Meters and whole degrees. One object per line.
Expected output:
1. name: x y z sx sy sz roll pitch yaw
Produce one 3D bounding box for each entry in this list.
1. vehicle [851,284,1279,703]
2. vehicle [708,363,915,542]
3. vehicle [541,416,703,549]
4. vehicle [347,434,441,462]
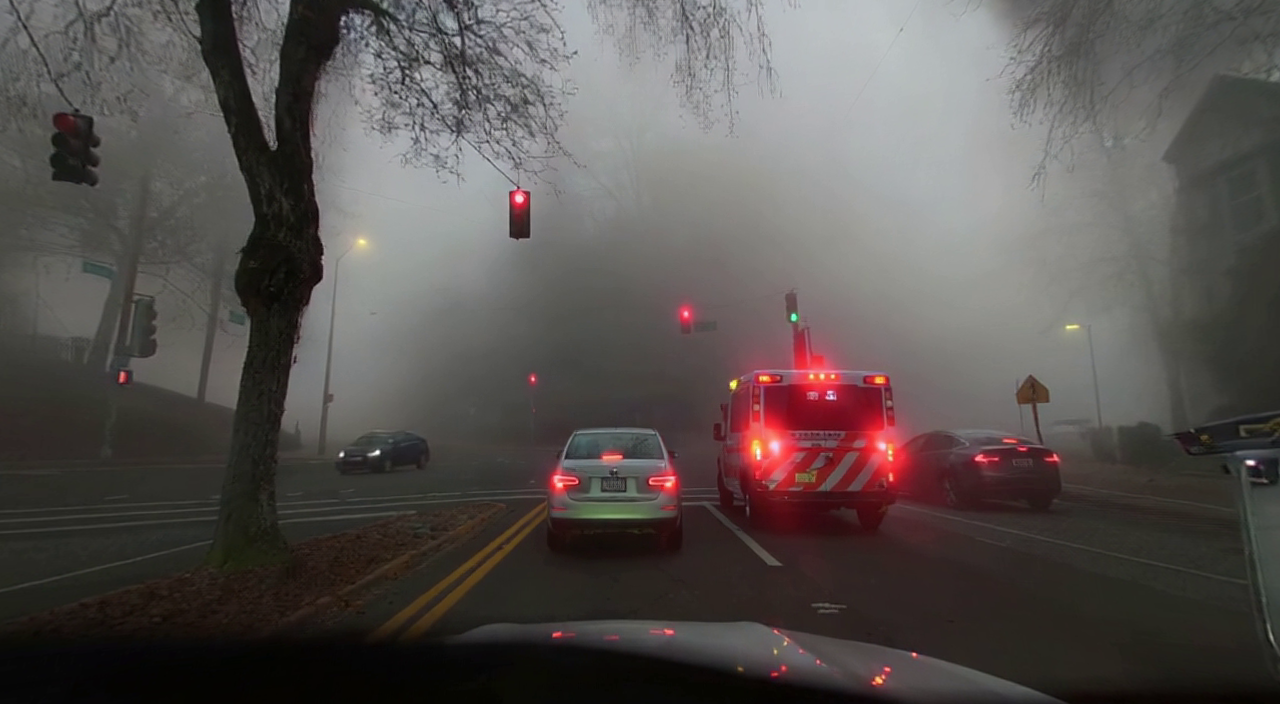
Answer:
1. vehicle: 2.849 0.891 2.833 2.194 1.820 4.652 0 -8 0
2. vehicle: 2.876 1.898 12.370 2.406 2.687 5.521 0 -8 -1
3. vehicle: -0.274 1.977 10.195 2.114 1.707 3.725 0 -8 -1
4. vehicle: -13.920 5.443 35.968 4.531 1.492 1.951 8 -11 -43
